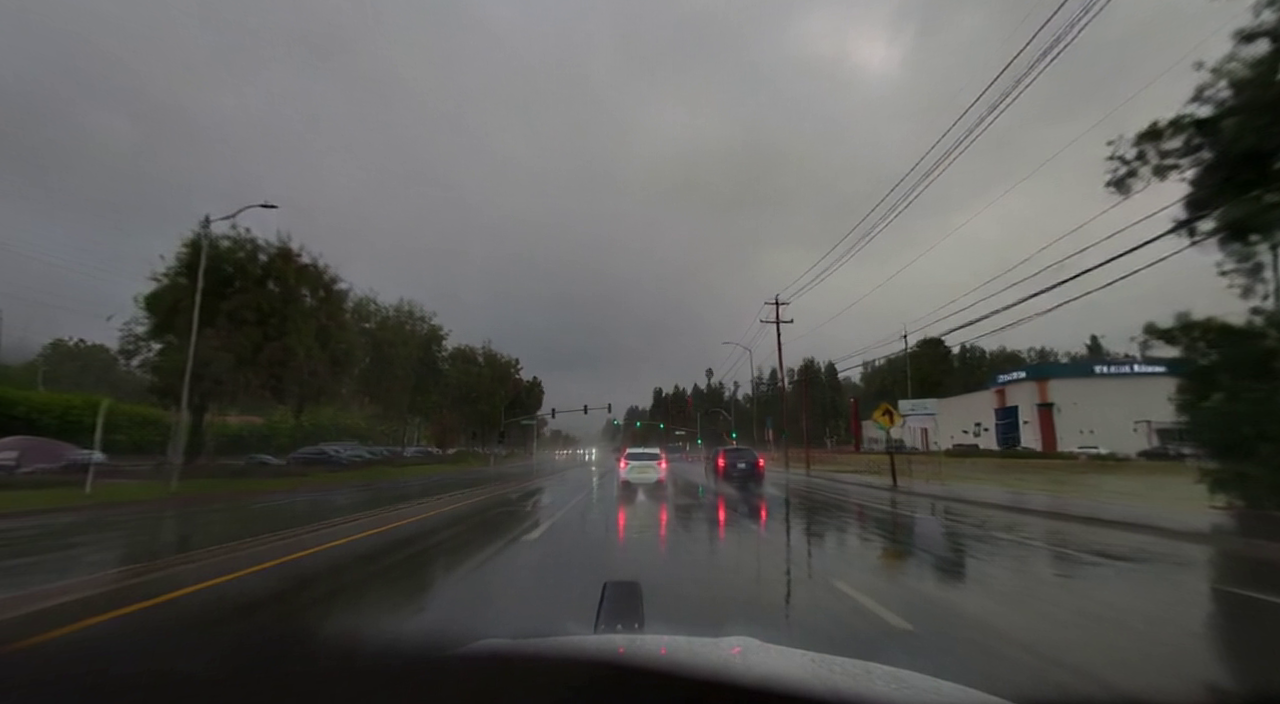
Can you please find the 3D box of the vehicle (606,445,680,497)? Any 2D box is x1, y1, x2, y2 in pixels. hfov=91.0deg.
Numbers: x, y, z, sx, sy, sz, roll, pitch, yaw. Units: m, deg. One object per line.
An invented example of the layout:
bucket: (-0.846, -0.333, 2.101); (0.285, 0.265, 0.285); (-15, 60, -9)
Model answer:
vehicle: (0.027, 3.764, 20.330); (2.144, 1.473, 4.028); (0, -9, -1)

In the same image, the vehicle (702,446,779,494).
vehicle: (3.399, 4.072, 22.140); (1.985, 1.489, 4.036); (0, -9, -1)

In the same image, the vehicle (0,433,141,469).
vehicle: (-34.766, 5.973, 38.196); (6.282, 2.011, 3.033); (0, -8, -3)
